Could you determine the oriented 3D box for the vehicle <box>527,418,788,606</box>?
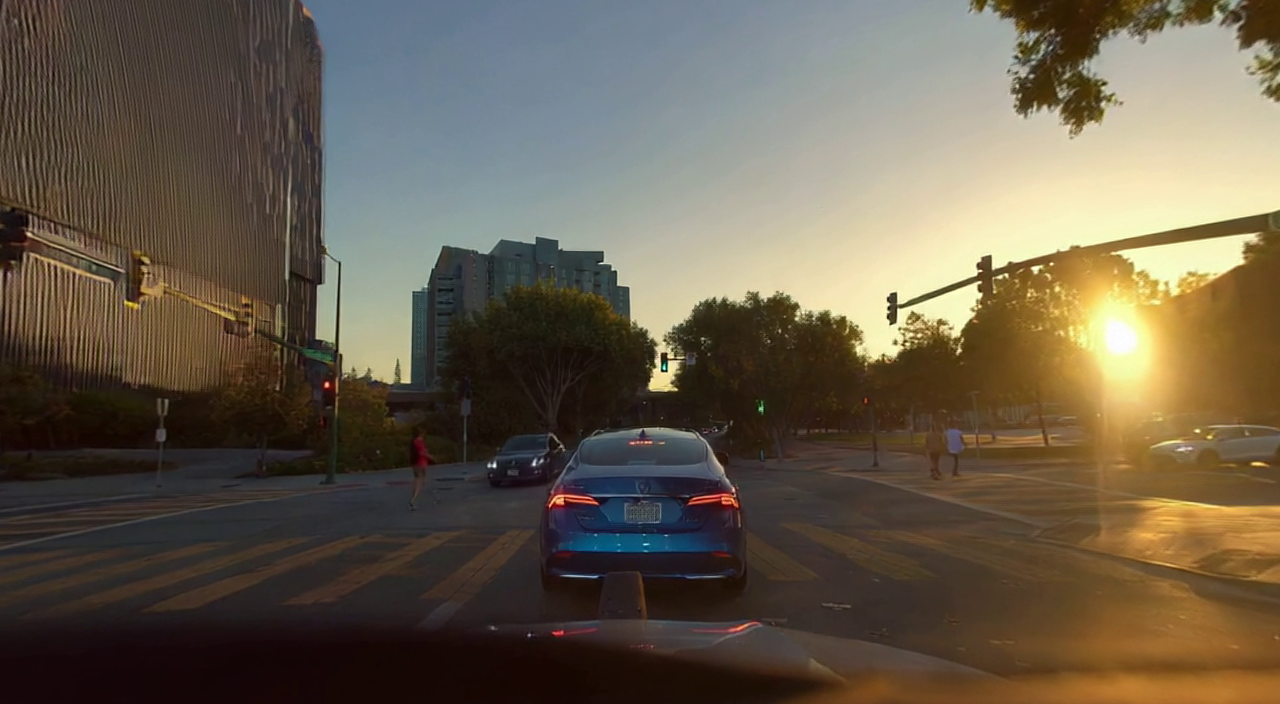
[{"bbox_3d":[-0.148,1.646,7.478,1.893,1.532,4.145,2,-9,-16],"label":"vehicle"}]

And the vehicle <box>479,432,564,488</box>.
[{"bbox_3d":[-4.082,3.816,22.574,2.006,1.756,4.599,0,-8,2],"label":"vehicle"}]

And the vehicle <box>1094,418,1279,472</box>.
[{"bbox_3d":[19.124,3.268,22.219,4.675,1.772,1.945,0,-8,-1],"label":"vehicle"}]
